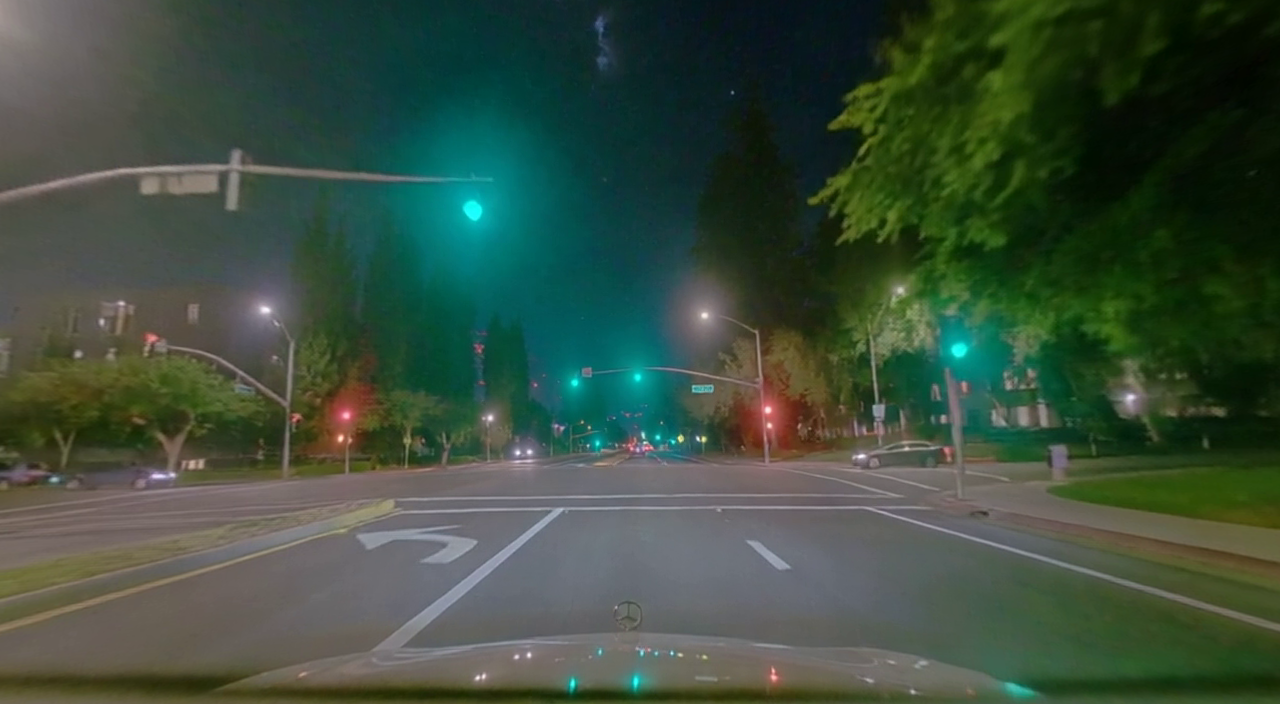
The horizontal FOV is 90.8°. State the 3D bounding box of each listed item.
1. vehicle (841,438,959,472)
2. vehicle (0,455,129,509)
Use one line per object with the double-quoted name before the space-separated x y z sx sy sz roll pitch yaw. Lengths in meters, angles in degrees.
"vehicle" 12.170 4.855 29.811 4.611 1.505 2.029 0 -9 -1
"vehicle" -22.295 4.873 23.789 4.445 1.805 1.944 -1 -8 2
